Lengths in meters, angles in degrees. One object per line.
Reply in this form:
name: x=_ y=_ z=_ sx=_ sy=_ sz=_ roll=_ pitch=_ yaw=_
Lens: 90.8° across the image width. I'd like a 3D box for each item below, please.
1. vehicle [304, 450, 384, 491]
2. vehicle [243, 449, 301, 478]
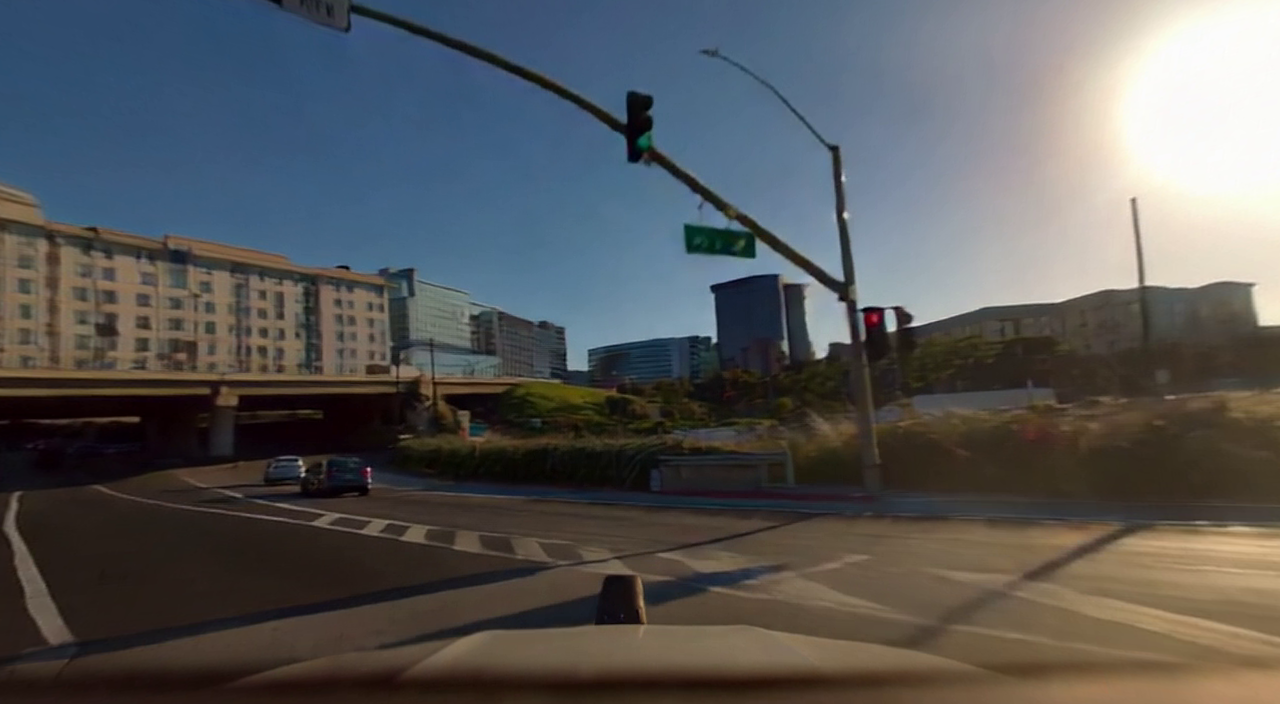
vehicle: x=-12.528 y=4.935 z=26.635 sx=2.048 sy=1.516 sz=3.874 roll=6 pitch=-11 yaw=-39
vehicle: x=-22.411 y=6.745 z=38.424 sx=3.852 sy=1.605 sz=2.007 roll=-8 pitch=-11 yaw=44
